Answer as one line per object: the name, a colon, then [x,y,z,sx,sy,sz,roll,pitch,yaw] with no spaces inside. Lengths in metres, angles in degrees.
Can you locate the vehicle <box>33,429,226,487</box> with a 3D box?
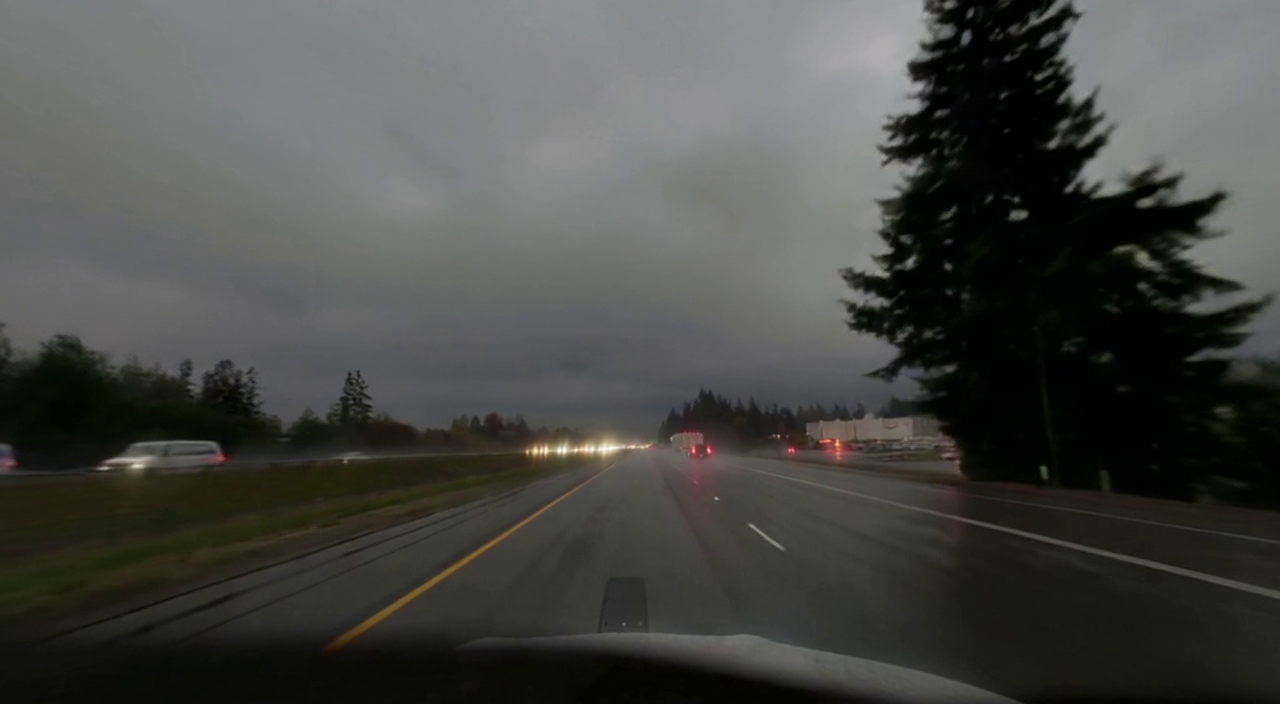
vehicle: [-32.132,6.710,40.719,3.221,3.202,10.943,0,-8,0]

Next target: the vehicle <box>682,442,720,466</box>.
vehicle: [3.952,6.719,41.772,2.062,1.518,4.026,0,-8,-1]
